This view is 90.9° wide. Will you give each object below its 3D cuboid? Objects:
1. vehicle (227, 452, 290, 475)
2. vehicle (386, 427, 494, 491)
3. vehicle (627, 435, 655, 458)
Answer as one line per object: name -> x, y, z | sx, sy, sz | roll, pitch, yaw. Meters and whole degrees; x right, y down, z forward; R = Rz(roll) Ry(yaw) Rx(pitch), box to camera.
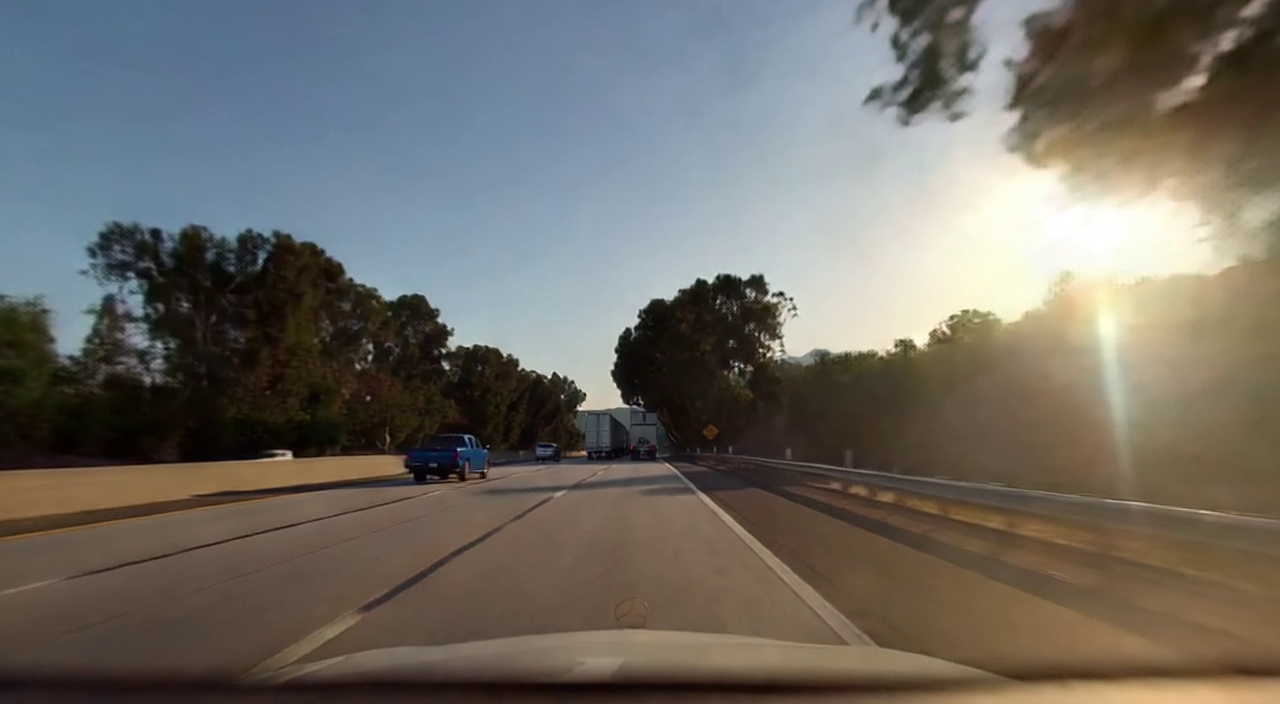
vehicle -> -29.673, 8.687, 49.230 | 1.963, 1.610, 4.674 | 0, -8, 0
vehicle -> -6.533, 3.543, 21.247 | 2.149, 1.884, 4.627 | 0, -8, -1
vehicle -> 0.069, 7.189, 48.043 | 2.072, 1.630, 4.529 | 0, -8, 0
